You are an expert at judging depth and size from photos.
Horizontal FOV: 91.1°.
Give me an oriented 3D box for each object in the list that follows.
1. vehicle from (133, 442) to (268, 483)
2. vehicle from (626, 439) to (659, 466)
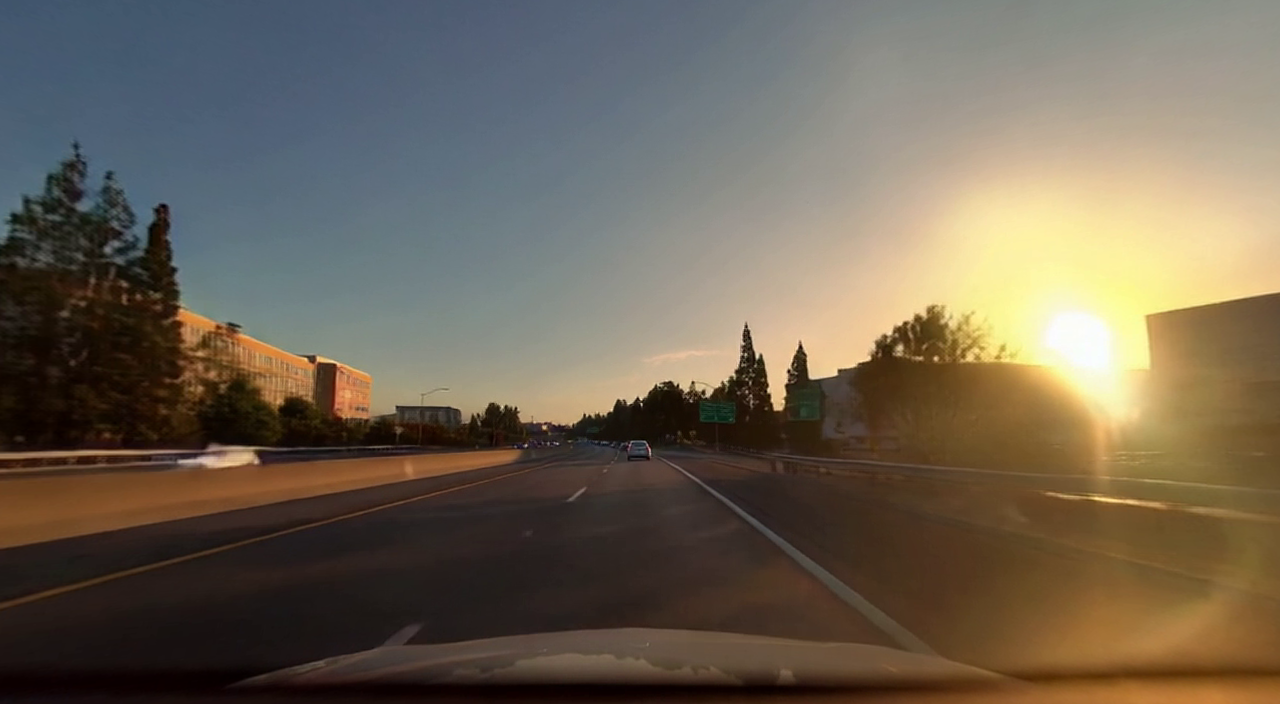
[{"bbox_3d":[-17.389,4.351,25.183,1.944,1.469,4.819,0,-8,0],"label":"vehicle"},{"bbox_3d":[0.089,6.487,40.779,2.029,1.666,4.064,0,-8,-1],"label":"vehicle"}]
